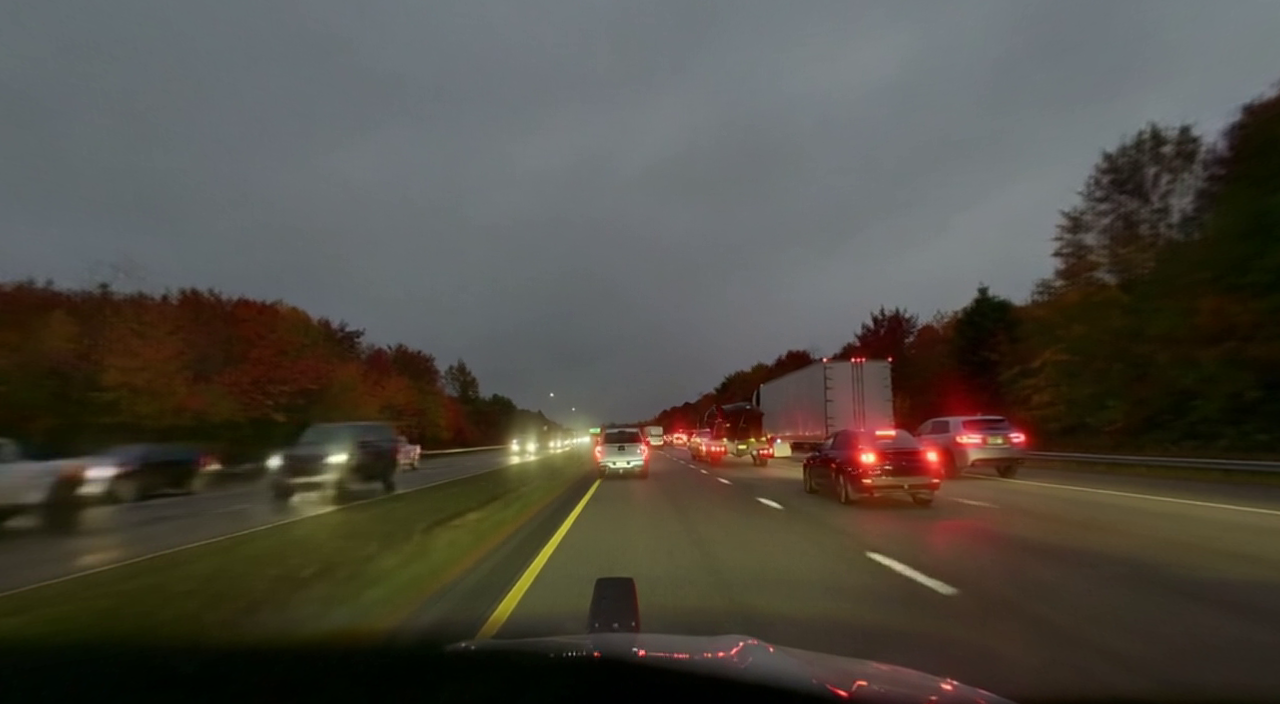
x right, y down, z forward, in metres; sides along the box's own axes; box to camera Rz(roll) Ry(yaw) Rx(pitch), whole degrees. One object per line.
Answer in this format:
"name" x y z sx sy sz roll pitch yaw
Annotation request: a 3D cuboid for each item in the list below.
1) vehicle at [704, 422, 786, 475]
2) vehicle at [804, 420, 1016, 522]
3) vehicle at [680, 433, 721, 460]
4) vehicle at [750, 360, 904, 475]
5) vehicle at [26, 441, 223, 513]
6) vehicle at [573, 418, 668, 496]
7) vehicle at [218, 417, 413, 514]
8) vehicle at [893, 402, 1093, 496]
"vehicle" 3.615 3.421 22.461 2.147 1.707 3.963 0 -8 -2
"vehicle" 4.611 2.065 11.564 2.040 1.523 4.068 0 -8 -1
"vehicle" 3.456 5.448 36.425 1.865 1.471 3.916 0 -8 -2
"vehicle" 7.814 3.178 29.125 2.867 4.066 13.802 0 -7 0
"vehicle" -15.038 3.607 18.781 2.016 1.837 4.553 0 -8 0
"vehicle" -0.488 2.613 16.115 2.087 1.709 4.455 0 -8 -1
"vehicle" -7.927 2.787 16.177 2.243 2.051 5.305 0 -8 -1
"vehicle" 8.443 2.371 15.704 2.116 1.965 4.691 0 -8 -2
